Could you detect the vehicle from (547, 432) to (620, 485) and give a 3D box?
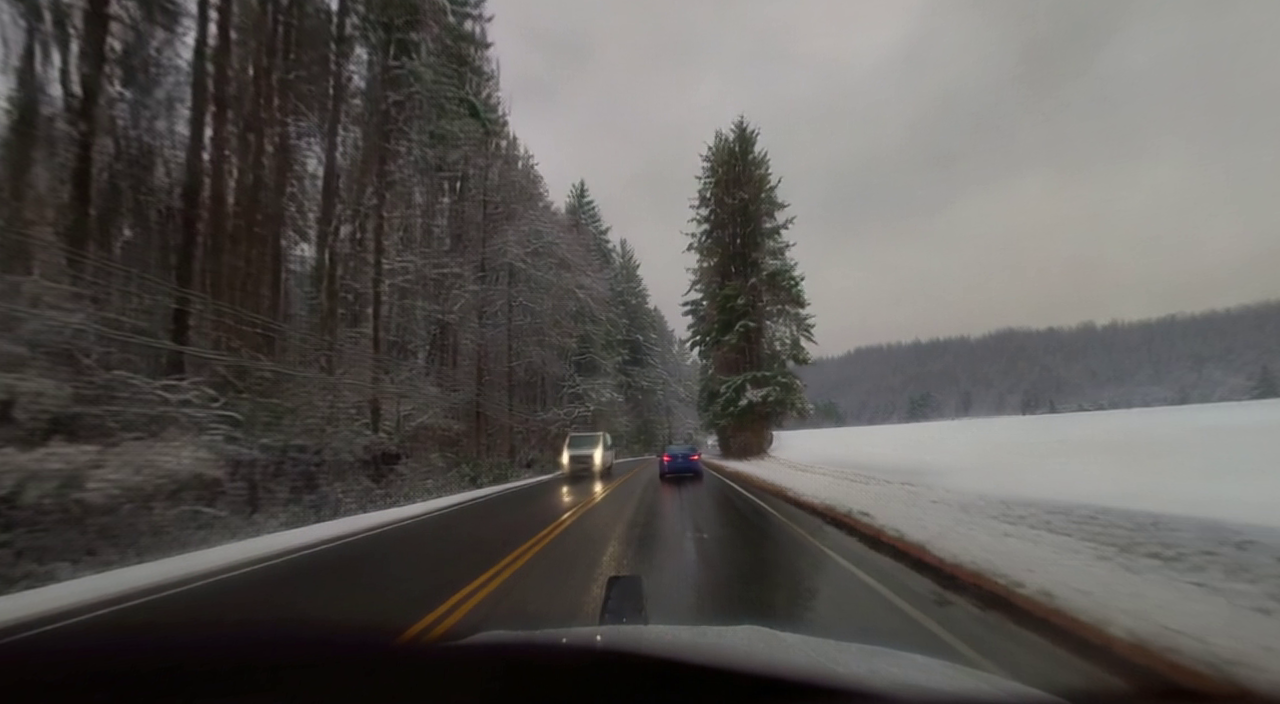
[{"bbox_3d":[-2.188,4.296,25.749,2.291,1.975,4.308,-1,-8,4],"label":"vehicle"}]

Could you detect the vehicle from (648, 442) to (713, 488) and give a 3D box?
[{"bbox_3d":[1.507,4.311,24.406,2.274,1.583,4.349,0,-8,3],"label":"vehicle"}]
